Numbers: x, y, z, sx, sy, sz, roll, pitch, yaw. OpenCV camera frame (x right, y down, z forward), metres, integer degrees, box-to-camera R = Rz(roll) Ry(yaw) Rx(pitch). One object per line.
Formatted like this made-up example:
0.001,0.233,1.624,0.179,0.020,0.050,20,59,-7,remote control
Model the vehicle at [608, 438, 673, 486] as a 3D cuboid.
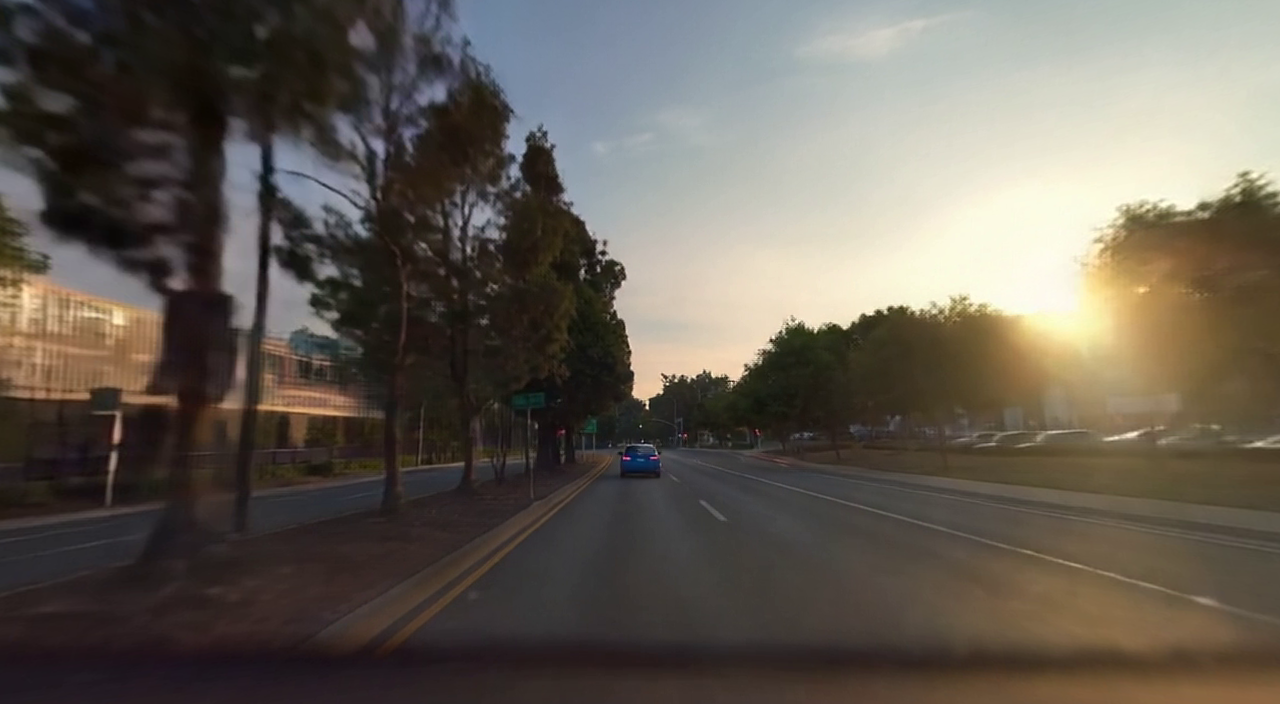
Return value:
-0.011,3.816,22.343,2.042,1.479,4.601,0,-8,-1,vehicle
